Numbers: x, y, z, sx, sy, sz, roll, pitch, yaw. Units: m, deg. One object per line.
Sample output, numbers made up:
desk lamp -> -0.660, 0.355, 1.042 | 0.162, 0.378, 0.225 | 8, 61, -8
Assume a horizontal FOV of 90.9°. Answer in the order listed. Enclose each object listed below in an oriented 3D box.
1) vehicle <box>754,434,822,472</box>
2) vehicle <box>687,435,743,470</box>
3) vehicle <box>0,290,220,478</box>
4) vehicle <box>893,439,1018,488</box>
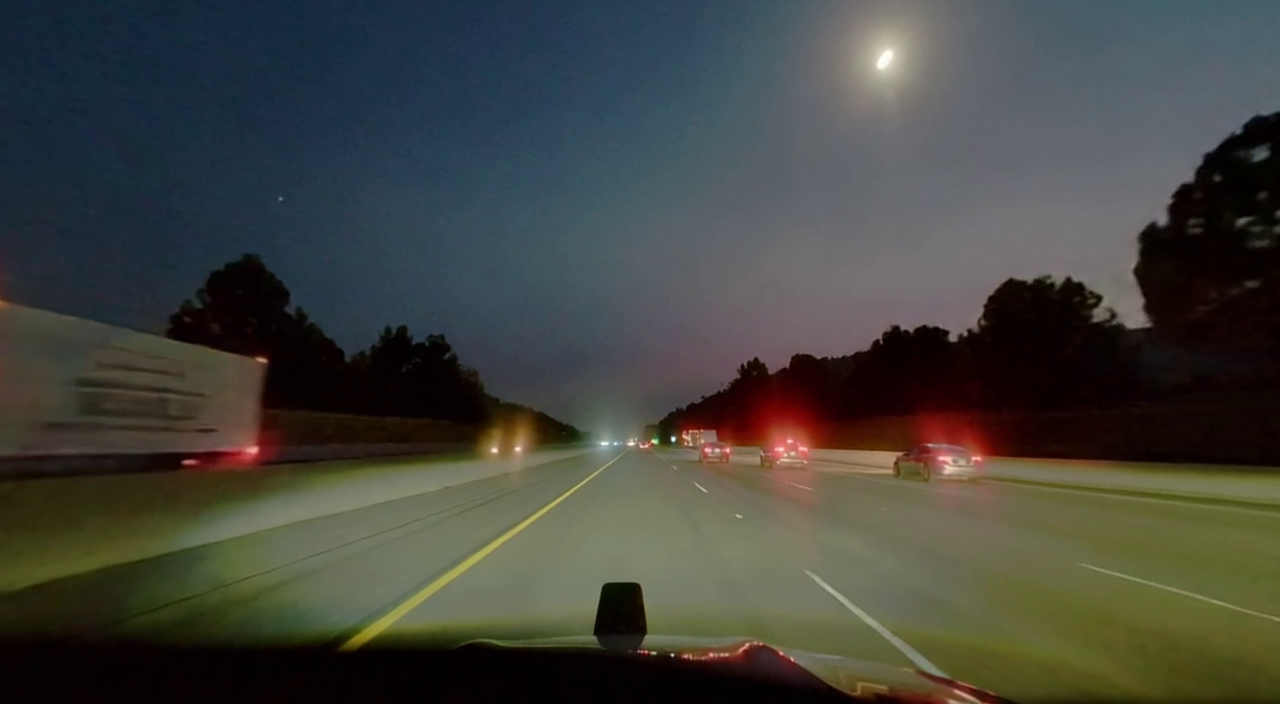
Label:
vehicle -> 7.248, 5.016, 31.422 | 2.178, 1.749, 4.570 | 0, -8, -1
vehicle -> 3.800, 5.188, 32.667 | 2.326, 1.644, 4.206 | 0, -8, -1
vehicle -> -14.011, 0.762, 13.195 | 3.009, 3.639, 10.635 | 0, -8, 0
vehicle -> 10.684, 3.785, 21.810 | 1.970, 1.479, 4.480 | 0, -8, 0
